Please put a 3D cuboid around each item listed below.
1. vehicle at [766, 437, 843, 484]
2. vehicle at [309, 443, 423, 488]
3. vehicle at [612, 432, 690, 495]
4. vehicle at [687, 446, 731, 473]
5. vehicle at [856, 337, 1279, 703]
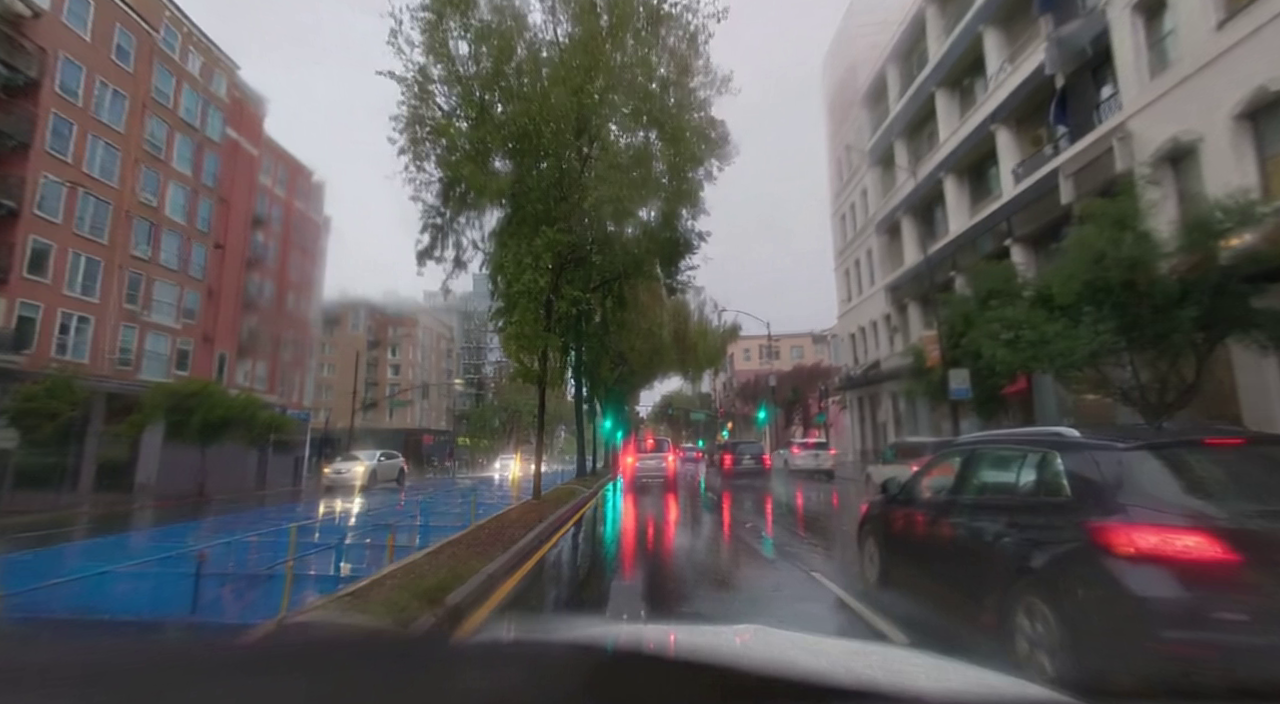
[{"bbox_3d":[6.789,4.534,26.608,2.066,1.790,4.663,0,-9,1],"label":"vehicle"},{"bbox_3d":[-13.672,5.698,32.151,2.640,2.054,6.504,-1,-9,3],"label":"vehicle"},{"bbox_3d":[0.335,3.481,19.962,2.209,1.748,4.130,0,-9,1],"label":"vehicle"},{"bbox_3d":[3.868,6.084,35.914,2.045,1.465,4.355,0,-9,0],"label":"vehicle"},{"bbox_3d":[3.122,1.111,4.169,1.939,1.746,4.091,0,-9,1],"label":"vehicle"}]
